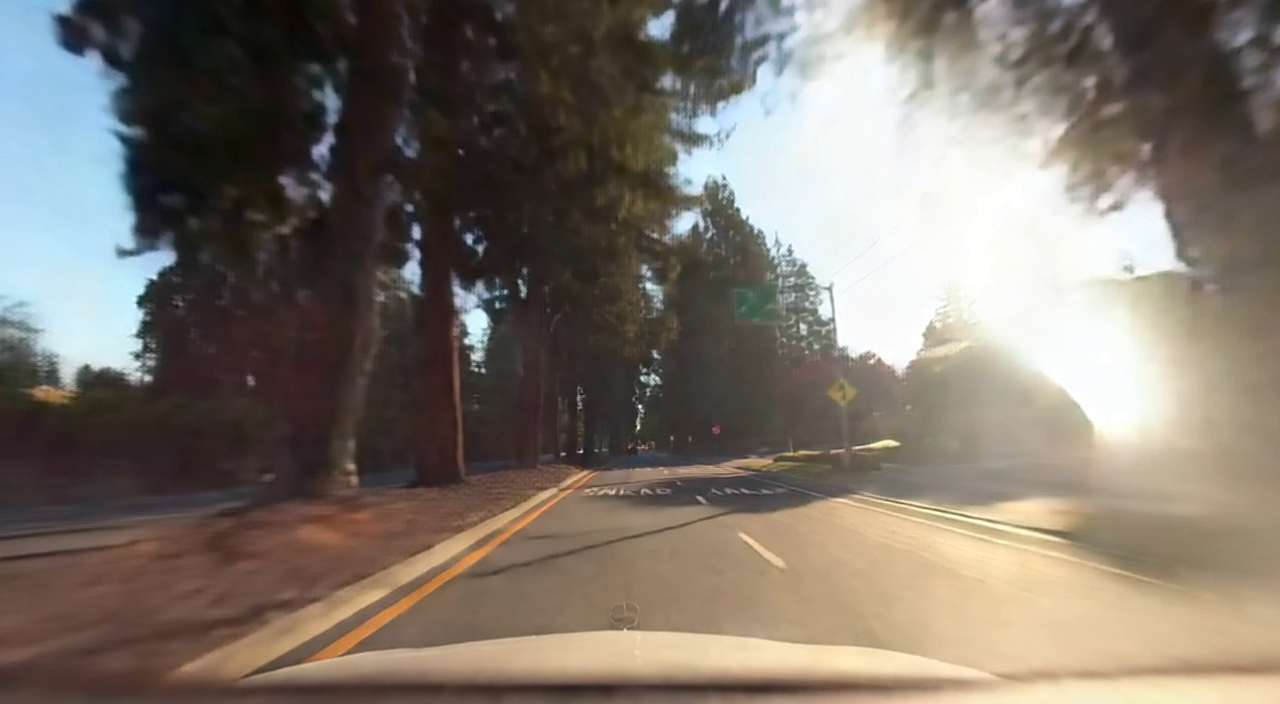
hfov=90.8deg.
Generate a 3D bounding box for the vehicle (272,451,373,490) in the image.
[{"bbox_3d":[-13.584,5.064,27.410,1.924,1.528,4.731,0,-9,0],"label":"vehicle"}]
